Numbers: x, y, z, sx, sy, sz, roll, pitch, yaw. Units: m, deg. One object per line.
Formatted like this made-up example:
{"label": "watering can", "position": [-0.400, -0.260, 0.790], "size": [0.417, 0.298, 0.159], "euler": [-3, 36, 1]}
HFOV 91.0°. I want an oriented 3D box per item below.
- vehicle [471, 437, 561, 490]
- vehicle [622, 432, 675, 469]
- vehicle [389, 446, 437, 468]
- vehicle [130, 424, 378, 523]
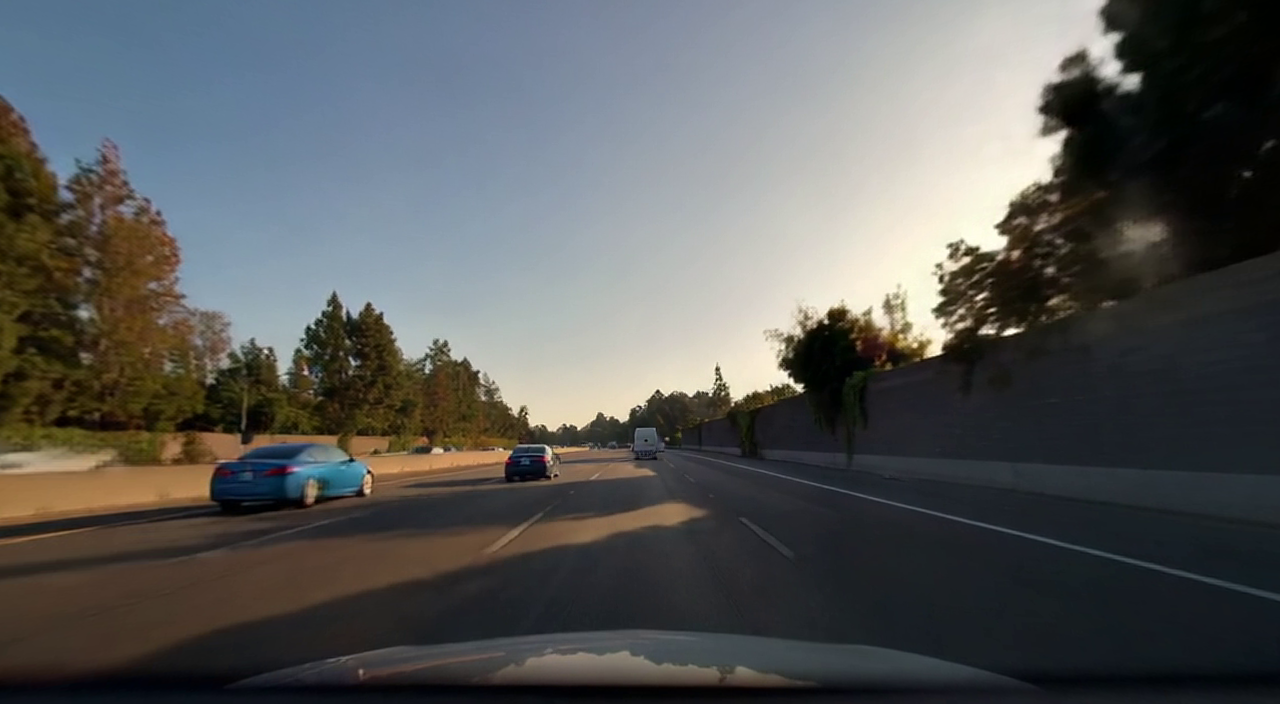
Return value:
{"label": "vehicle", "position": [-3.811, 3.510, 20.187], "size": [2.000, 1.512, 4.371], "euler": [0, -8, 0]}
{"label": "vehicle", "position": [0.436, 5.728, 36.733], "size": [2.856, 1.994, 4.931], "euler": [0, -8, -1]}
{"label": "vehicle", "position": [-17.245, 7.991, 48.052], "size": [1.834, 1.546, 4.518], "euler": [0, -9, 1]}
{"label": "vehicle", "position": [-7.620, 2.435, 13.210], "size": [2.189, 1.673, 4.699], "euler": [0, -8, 0]}
